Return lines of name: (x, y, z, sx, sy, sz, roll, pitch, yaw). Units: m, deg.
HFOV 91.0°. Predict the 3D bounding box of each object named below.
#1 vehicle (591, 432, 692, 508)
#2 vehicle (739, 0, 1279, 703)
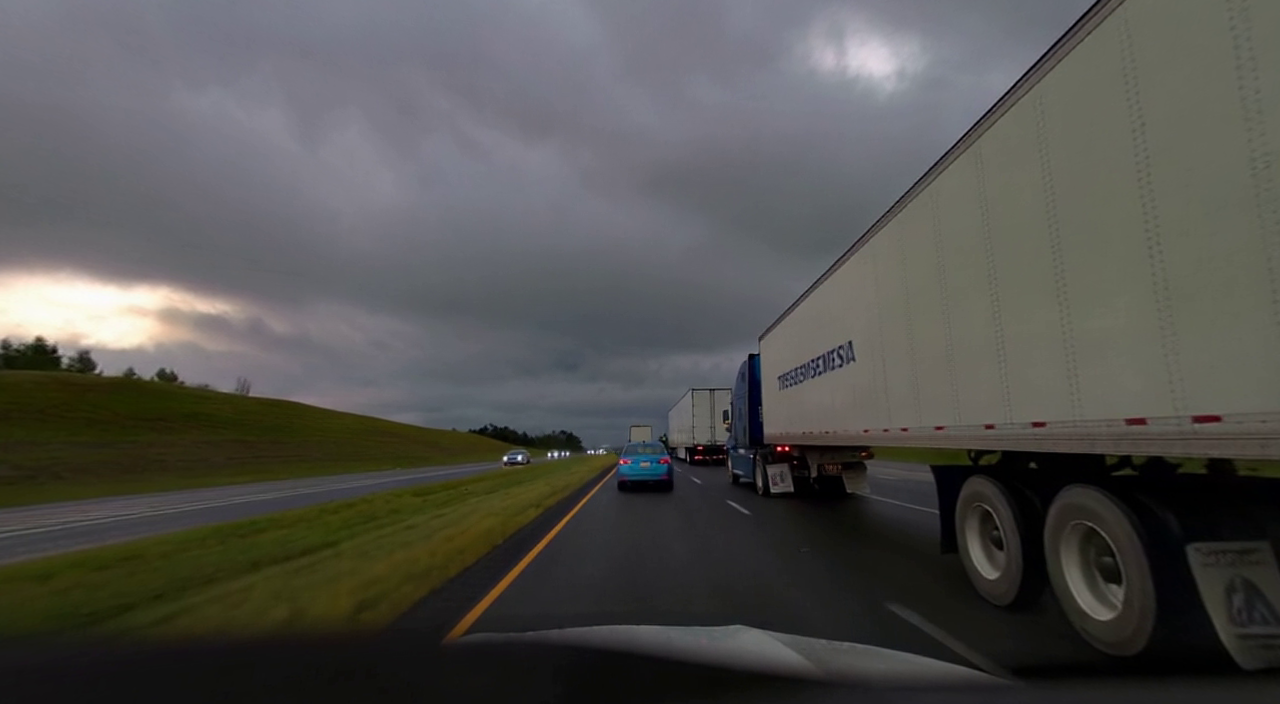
vehicle: (0.022, 2.673, 14.733, 2.045, 1.507, 3.763, -1, -8, 0)
vehicle: (4.425, 0.395, 9.133, 3.410, 4.438, 14.410, -1, -8, -1)
